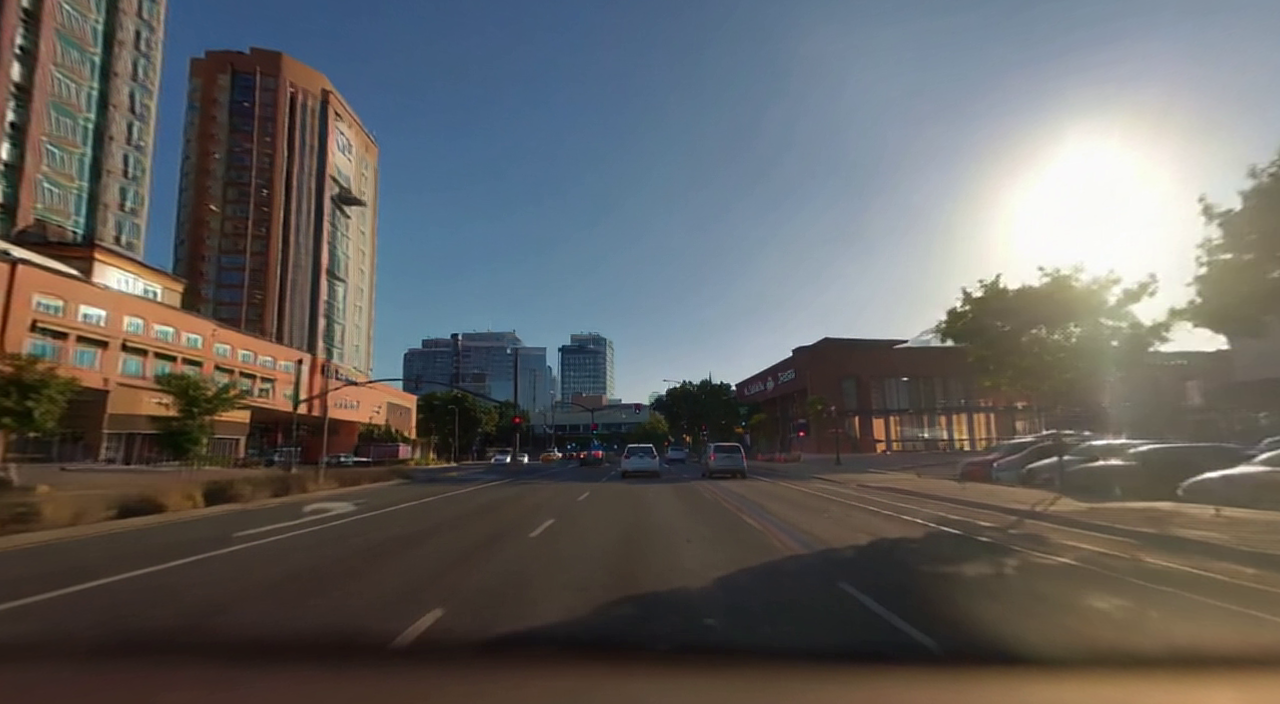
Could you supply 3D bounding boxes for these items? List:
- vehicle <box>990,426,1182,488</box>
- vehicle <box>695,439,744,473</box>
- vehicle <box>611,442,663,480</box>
[{"bbox_3d":[14.640,3.454,20.904,4.775,1.728,1.996,-2,-9,-1],"label":"vehicle"},{"bbox_3d":[4.197,5.559,33.893,2.007,1.683,4.171,0,-9,-2],"label":"vehicle"},{"bbox_3d":[-0.120,4.687,27.415,2.059,1.477,3.988,0,-9,0],"label":"vehicle"}]
